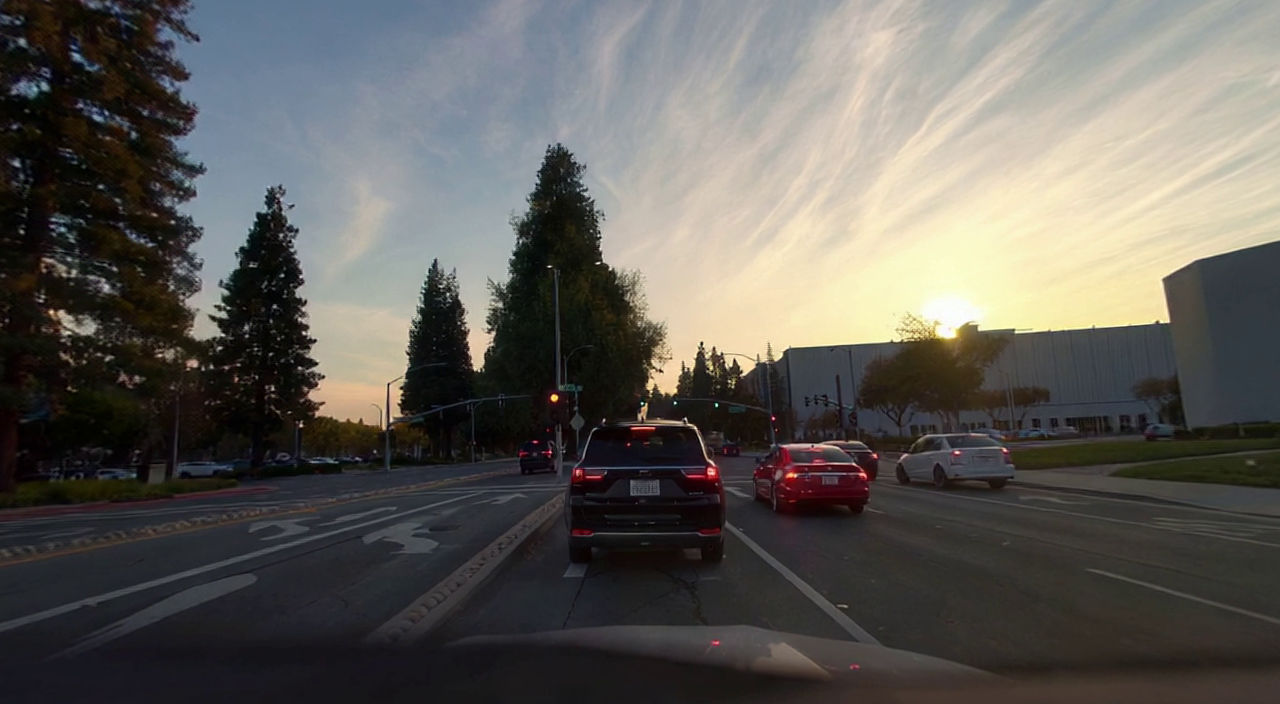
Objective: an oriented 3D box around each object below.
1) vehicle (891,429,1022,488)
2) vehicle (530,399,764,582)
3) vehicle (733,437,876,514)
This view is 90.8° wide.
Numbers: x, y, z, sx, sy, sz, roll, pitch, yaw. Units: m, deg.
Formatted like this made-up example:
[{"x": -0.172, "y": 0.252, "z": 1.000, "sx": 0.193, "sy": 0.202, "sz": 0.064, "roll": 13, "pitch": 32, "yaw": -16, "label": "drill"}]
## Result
[{"x": 10.859, "y": 3.695, "z": 22.126, "sx": 2.123, "sy": 1.812, "sz": 4.553, "roll": 0, "pitch": -9, "yaw": -1, "label": "vehicle"}, {"x": 0.062, "y": 1.655, "z": 8.268, "sx": 2.266, "sy": 1.762, "sz": 4.131, "roll": 0, "pitch": -9, "yaw": 0, "label": "vehicle"}, {"x": 3.498, "y": 2.715, "z": 14.394, "sx": 1.997, "sy": 1.471, "sz": 4.321, "roll": 0, "pitch": -9, "yaw": -1, "label": "vehicle"}]
